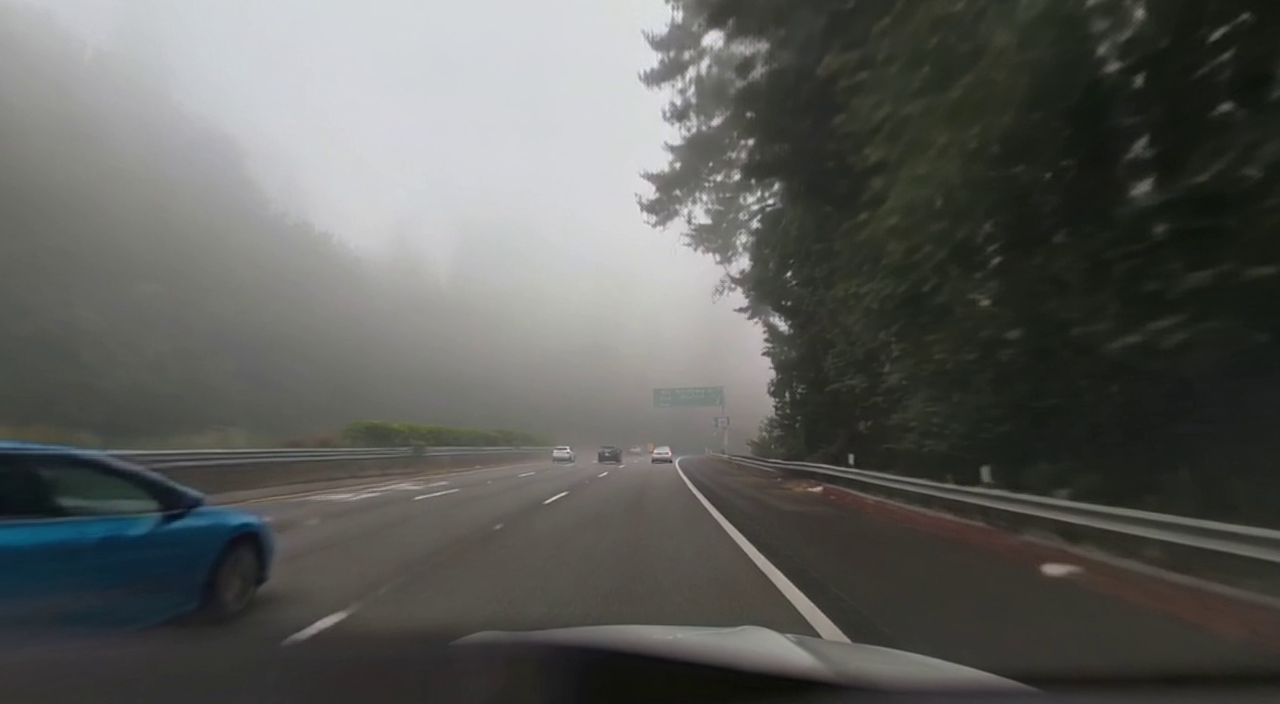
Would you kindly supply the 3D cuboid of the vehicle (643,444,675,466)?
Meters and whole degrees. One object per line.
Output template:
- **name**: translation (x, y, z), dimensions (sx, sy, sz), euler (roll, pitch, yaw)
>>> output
- **vehicle**: translation (1.375, 7.195, 44.305), dimensions (2.113, 1.464, 4.073), euler (0, -8, 3)

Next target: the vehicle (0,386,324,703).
- **vehicle**: translation (-3.466, 0.927, 2.565), dimensions (2.024, 1.531, 4.431), euler (0, -8, 0)
